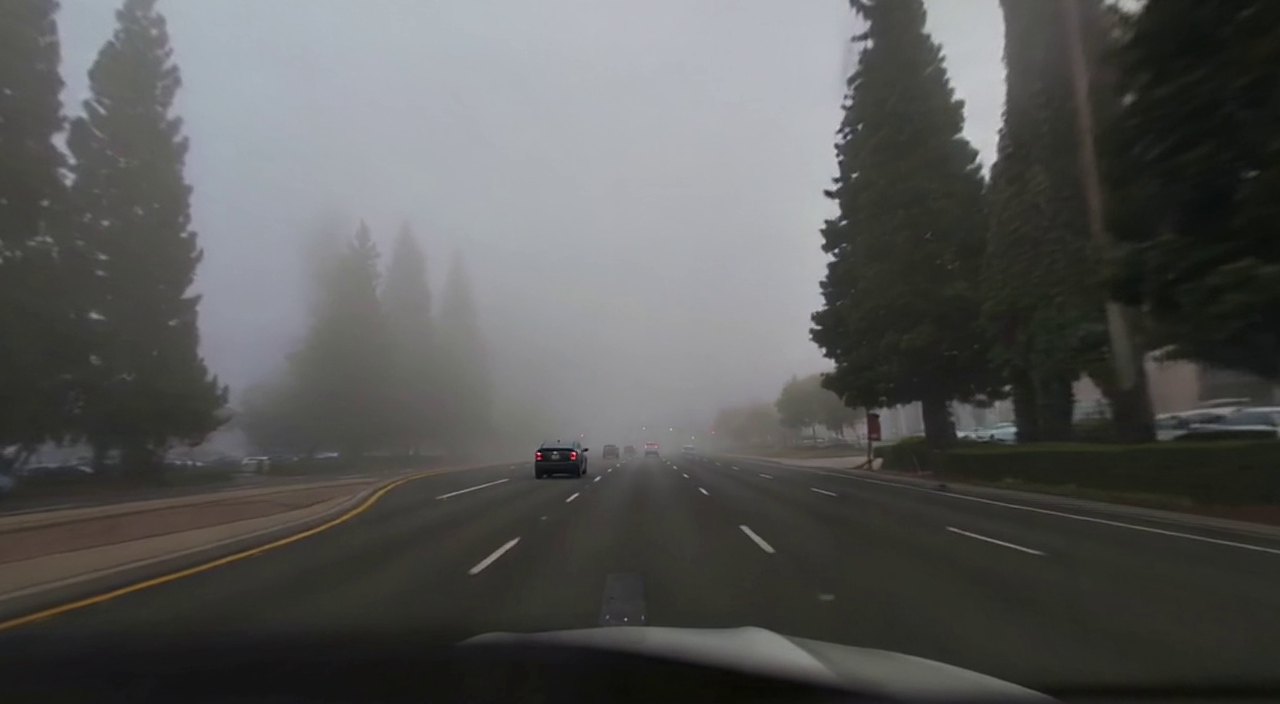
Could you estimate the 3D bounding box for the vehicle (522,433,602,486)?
[{"bbox_3d":[-2.626,3.770,22.384,2.121,1.656,4.559,-1,-8,1],"label":"vehicle"}]
